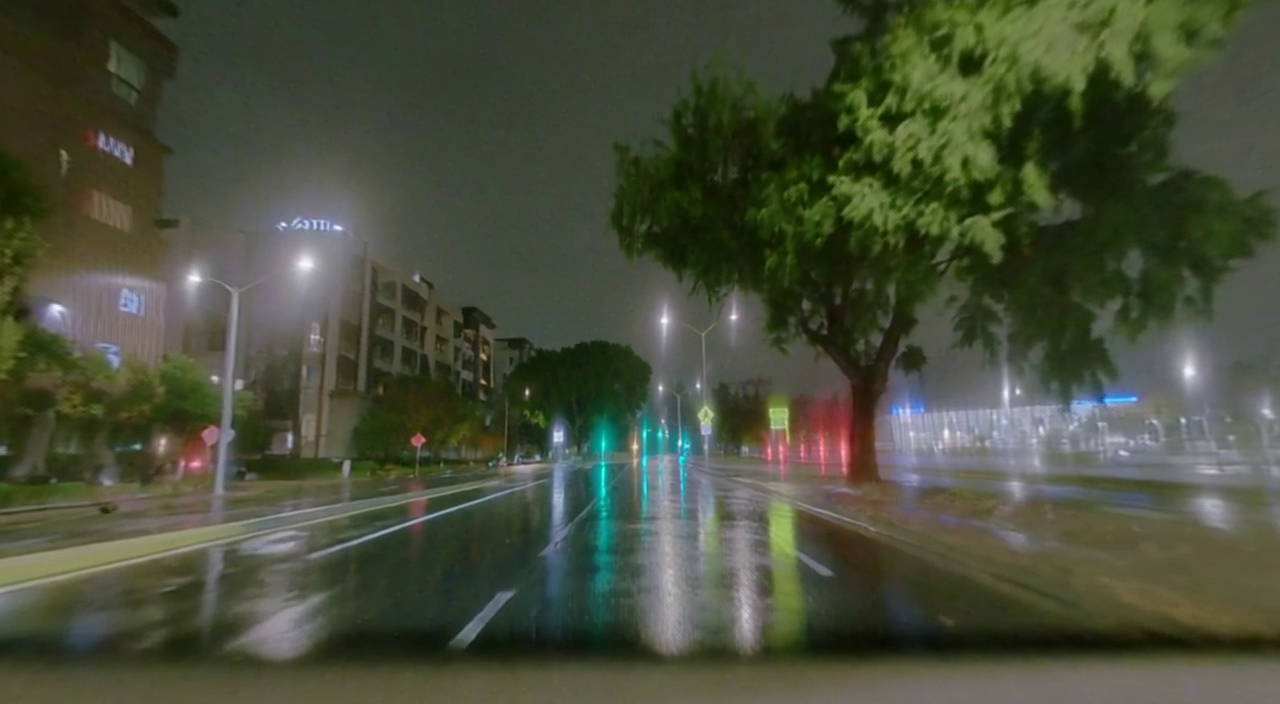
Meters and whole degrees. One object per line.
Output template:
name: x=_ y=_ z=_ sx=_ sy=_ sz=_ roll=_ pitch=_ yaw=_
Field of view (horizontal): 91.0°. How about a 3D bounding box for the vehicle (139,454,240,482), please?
vehicle: x=-29.214 y=7.553 z=40.967 sx=4.899 sy=1.535 sz=1.926 roll=-1 pitch=-10 yaw=-6
